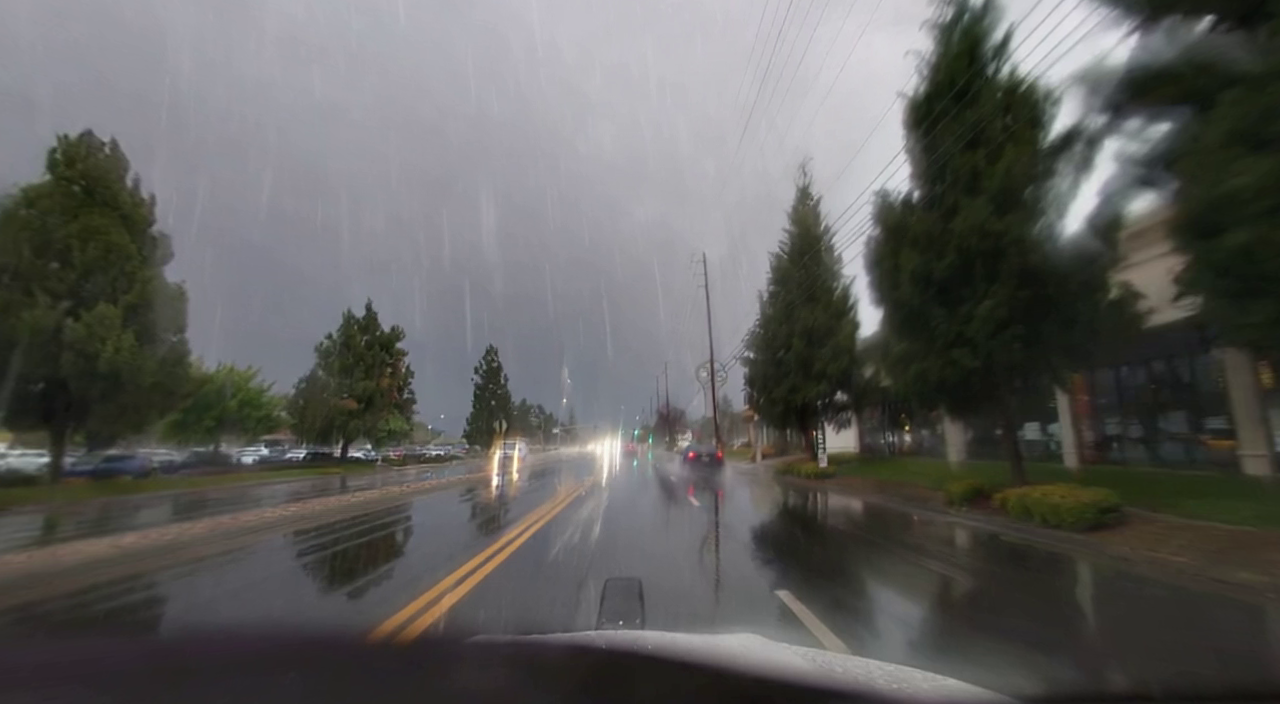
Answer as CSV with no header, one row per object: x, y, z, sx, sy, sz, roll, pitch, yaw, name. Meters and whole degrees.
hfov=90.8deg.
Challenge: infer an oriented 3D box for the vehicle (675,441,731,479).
2.599,4.537,26.818,1.975,1.497,3.647,0,-9,0,vehicle
